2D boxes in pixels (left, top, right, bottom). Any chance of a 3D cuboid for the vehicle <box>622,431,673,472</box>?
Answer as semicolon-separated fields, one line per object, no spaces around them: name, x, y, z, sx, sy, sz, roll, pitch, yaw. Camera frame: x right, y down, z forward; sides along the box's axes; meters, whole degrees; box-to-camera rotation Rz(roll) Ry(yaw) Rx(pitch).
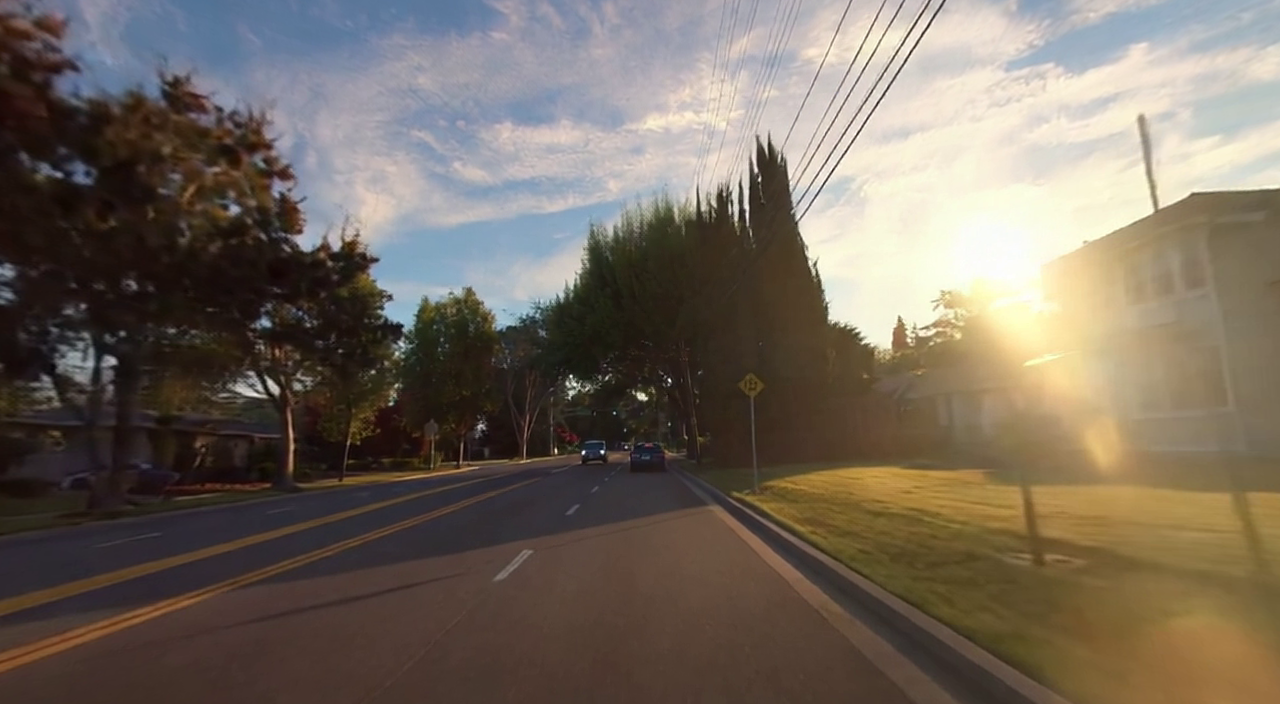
vehicle;0.304;4.505;28.586;2.120;1.718;3.909;0;-9;0

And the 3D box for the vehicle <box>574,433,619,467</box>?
vehicle;-2.385;5.530;35.625;2.157;1.765;4.303;-1;-9;2
